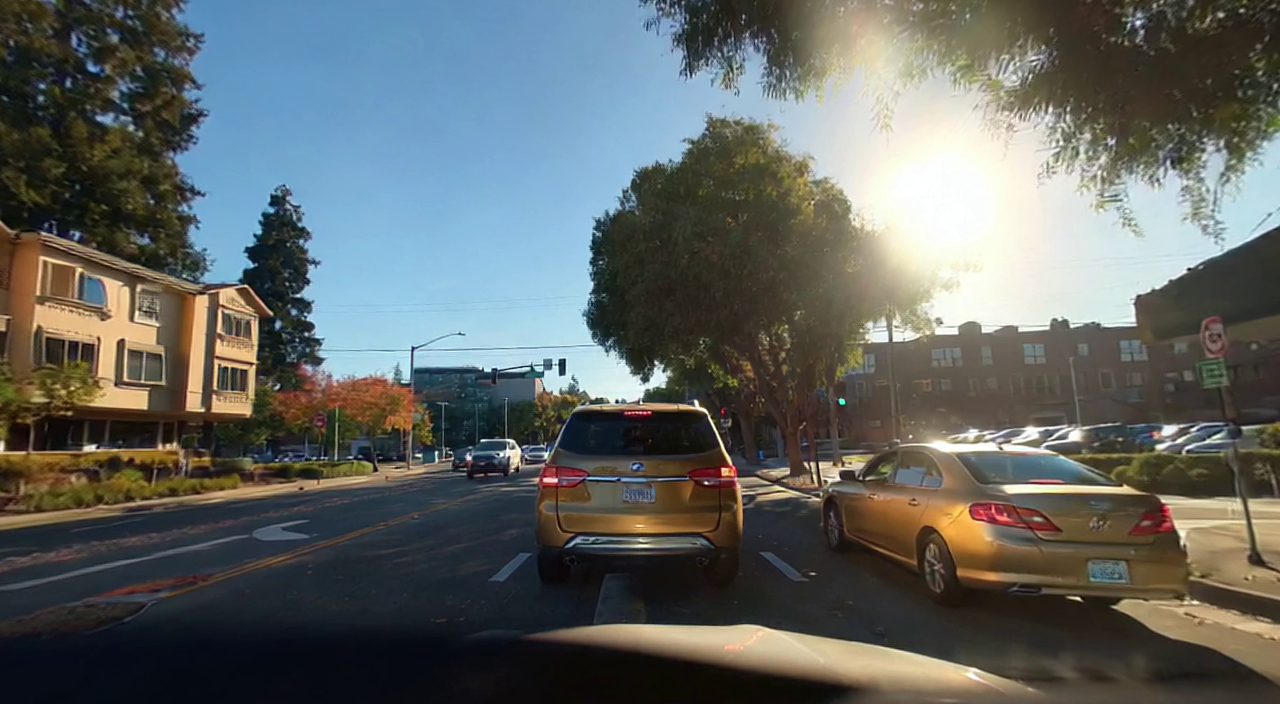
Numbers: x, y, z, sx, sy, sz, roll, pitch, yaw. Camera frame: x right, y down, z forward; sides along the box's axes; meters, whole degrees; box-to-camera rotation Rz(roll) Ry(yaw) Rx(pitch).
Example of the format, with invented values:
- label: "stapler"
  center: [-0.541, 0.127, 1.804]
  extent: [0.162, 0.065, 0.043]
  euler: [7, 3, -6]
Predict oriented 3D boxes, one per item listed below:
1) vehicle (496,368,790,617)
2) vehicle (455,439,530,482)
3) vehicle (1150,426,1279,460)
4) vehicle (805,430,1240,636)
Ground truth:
- label: "vehicle"
  center: [-0.035, 1.403, 7.098]
  extent: [2.296, 1.947, 4.168]
  euler: [0, -8, -2]
- label: "vehicle"
  center: [-6.450, 4.780, 28.034]
  extent: [2.153, 1.728, 4.753]
  euler: [0, -8, 0]
- label: "vehicle"
  center: [25.954, 4.079, 28.184]
  extent: [4.420, 1.469, 1.807]
  euler: [0, -8, 1]
- label: "vehicle"
  center: [3.382, 1.649, 6.847]
  extent: [1.900, 1.478, 4.425]
  euler: [0, -8, -1]
